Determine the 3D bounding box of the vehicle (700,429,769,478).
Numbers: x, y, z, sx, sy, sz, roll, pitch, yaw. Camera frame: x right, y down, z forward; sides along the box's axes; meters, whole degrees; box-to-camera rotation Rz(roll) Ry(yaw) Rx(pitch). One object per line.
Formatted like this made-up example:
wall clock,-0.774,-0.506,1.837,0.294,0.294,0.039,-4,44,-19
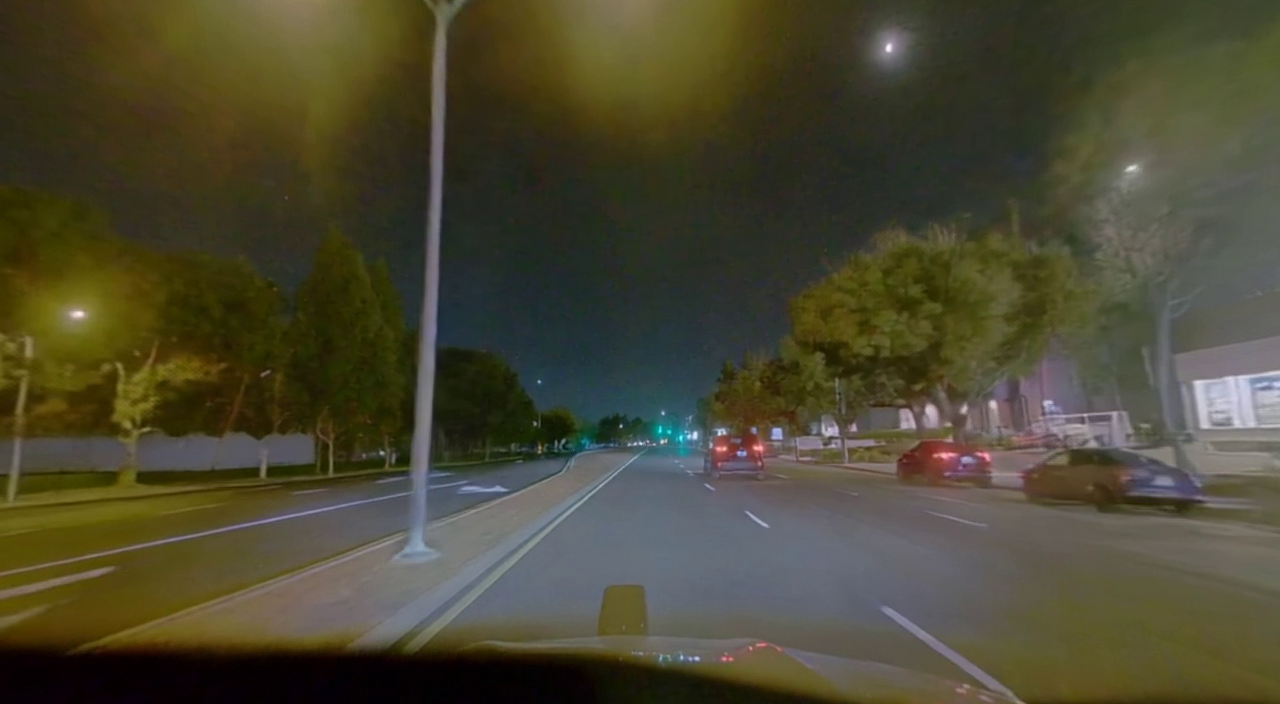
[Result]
vehicle,3.870,4.250,26.621,2.183,1.845,4.482,0,-8,-1

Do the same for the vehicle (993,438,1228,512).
vehicle,10.742,2.808,14.983,1.893,1.467,4.760,0,-8,0

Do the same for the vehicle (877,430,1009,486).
vehicle,10.688,3.784,22.792,2.247,1.799,5.025,0,-8,-1

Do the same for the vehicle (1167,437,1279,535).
vehicle,10.532,1.962,9.162,1.853,1.458,4.480,0,-8,0

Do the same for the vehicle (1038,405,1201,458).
vehicle,19.650,3.370,26.337,2.175,1.965,5.909,0,-8,0
